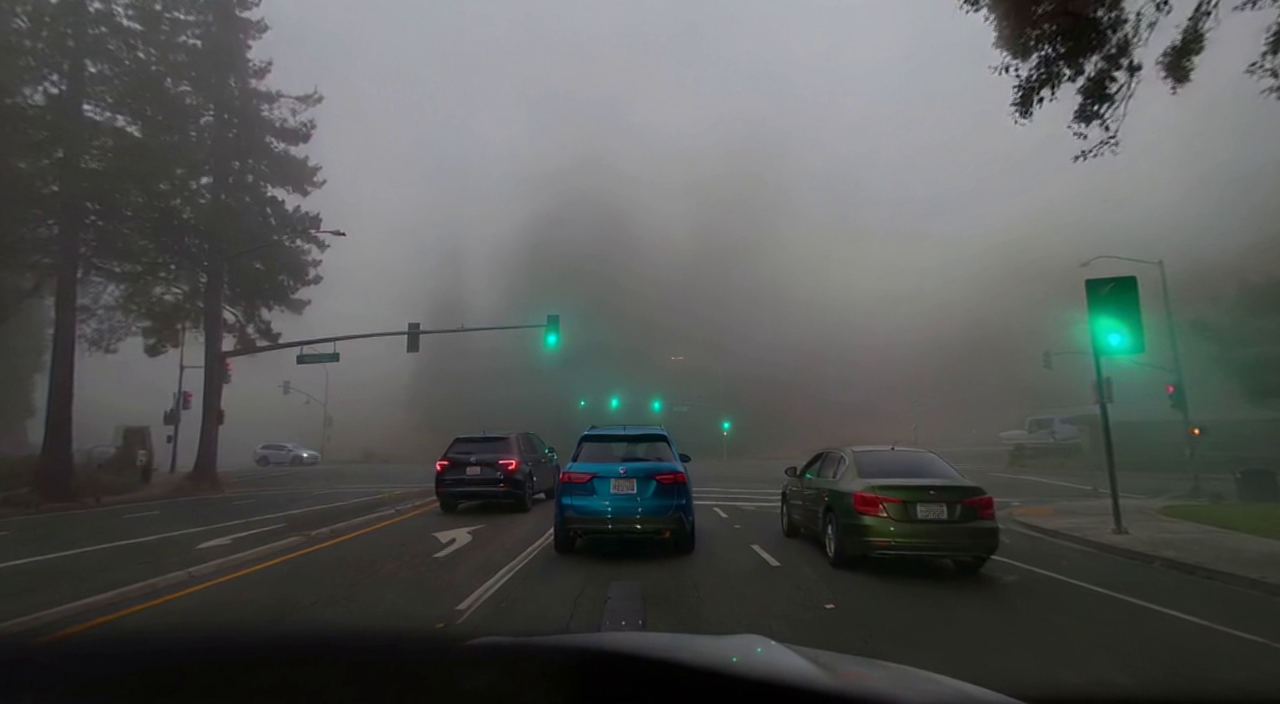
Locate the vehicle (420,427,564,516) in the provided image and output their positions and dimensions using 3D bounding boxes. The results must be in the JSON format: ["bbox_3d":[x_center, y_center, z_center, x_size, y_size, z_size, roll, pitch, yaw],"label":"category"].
[{"bbox_3d":[-2.999,2.514,13.735,1.987,1.633,4.005,0,-9,3],"label":"vehicle"}]

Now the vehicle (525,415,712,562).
[{"bbox_3d":[-0.229,1.865,9.289,2.108,1.654,4.235,0,-8,0],"label":"vehicle"}]

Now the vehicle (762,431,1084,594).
[{"bbox_3d":[3.032,1.811,8.064,2.056,1.468,4.520,0,-8,1],"label":"vehicle"}]
